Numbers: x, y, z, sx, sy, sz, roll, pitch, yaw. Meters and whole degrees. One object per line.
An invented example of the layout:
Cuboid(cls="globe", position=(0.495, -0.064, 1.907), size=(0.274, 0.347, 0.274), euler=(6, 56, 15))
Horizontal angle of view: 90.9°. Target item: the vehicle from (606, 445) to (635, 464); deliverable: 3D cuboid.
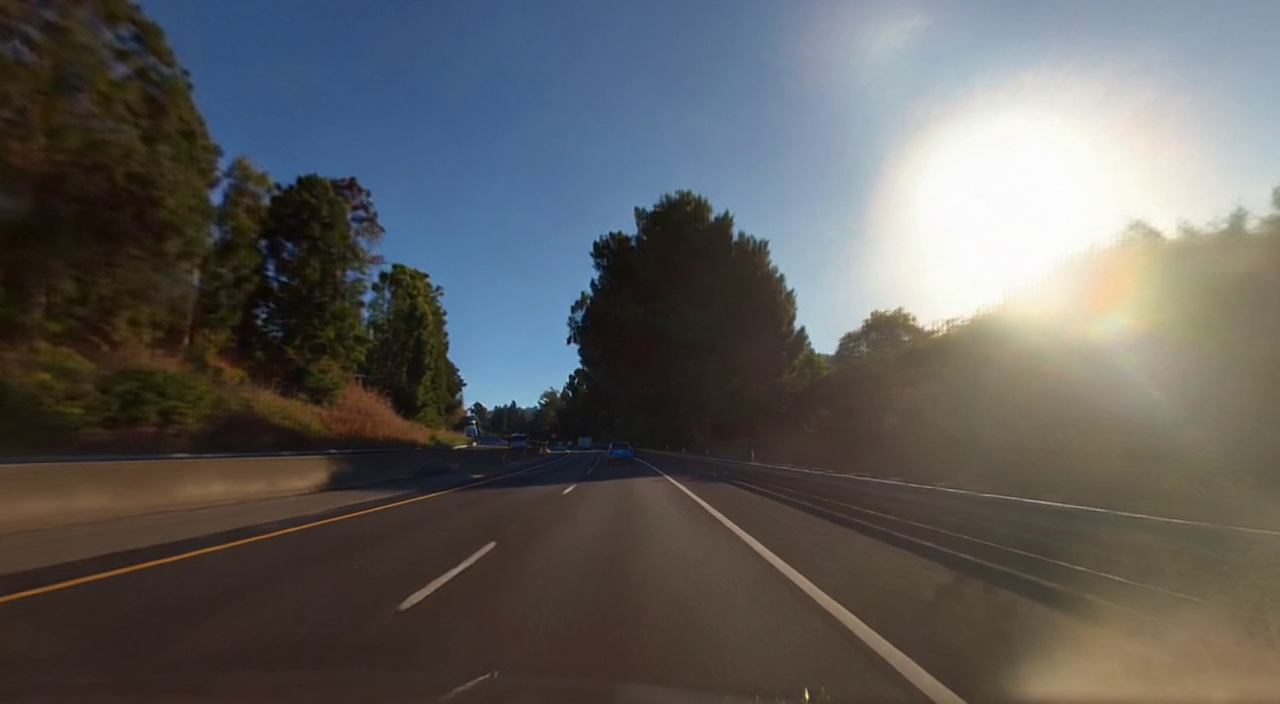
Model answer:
Cuboid(cls="vehicle", position=(-1.561, 8.056, 49.433), size=(2.126, 1.411, 4.433), euler=(0, -9, -3))
